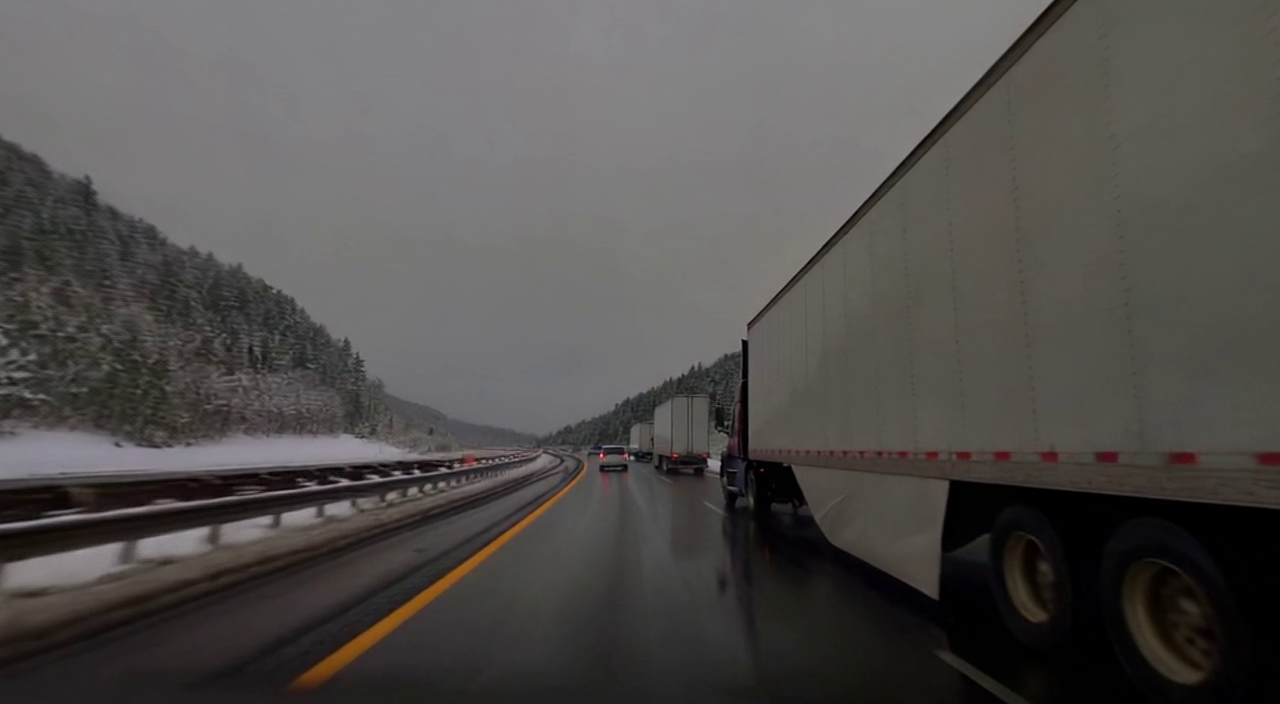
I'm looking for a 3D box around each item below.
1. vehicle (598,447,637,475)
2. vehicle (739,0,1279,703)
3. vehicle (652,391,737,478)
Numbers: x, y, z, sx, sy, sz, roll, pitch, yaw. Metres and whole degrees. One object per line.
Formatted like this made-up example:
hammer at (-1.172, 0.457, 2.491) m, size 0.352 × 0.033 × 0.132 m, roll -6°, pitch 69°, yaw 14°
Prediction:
vehicle at (-1.234, 6.010, 34.913) m, size 2.029 × 1.437 × 3.794 m, roll 0°, pitch -9°, yaw -2°
vehicle at (3.986, 0.552, 8.164) m, size 2.911 × 4.099 × 14.578 m, roll 0°, pitch -9°, yaw -1°
vehicle at (2.664, 4.911, 36.357) m, size 2.826 × 4.050 × 13.845 m, roll 1°, pitch -9°, yaw -4°
